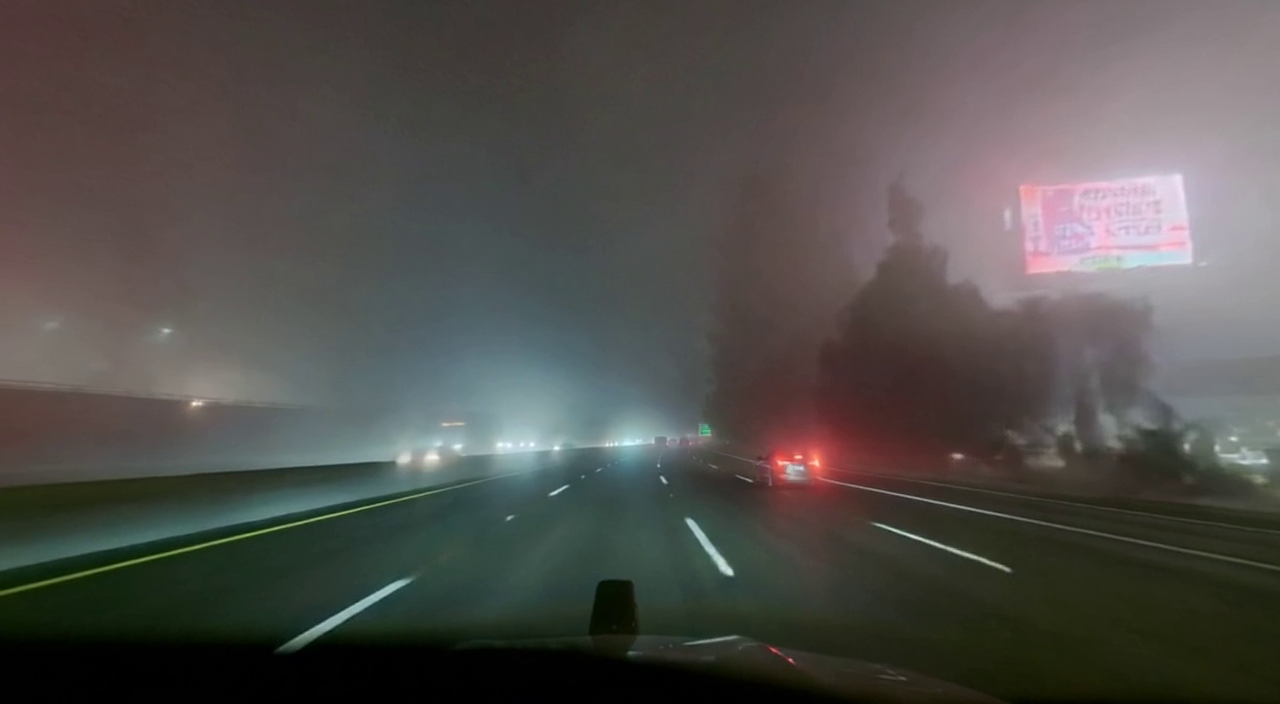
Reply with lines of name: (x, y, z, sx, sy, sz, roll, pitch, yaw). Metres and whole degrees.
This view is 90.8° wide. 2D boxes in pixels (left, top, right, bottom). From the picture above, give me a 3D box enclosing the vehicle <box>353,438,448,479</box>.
vehicle: (-9.809, 4.390, 26.319, 2.101, 1.536, 4.532, 0, -8, 1)
